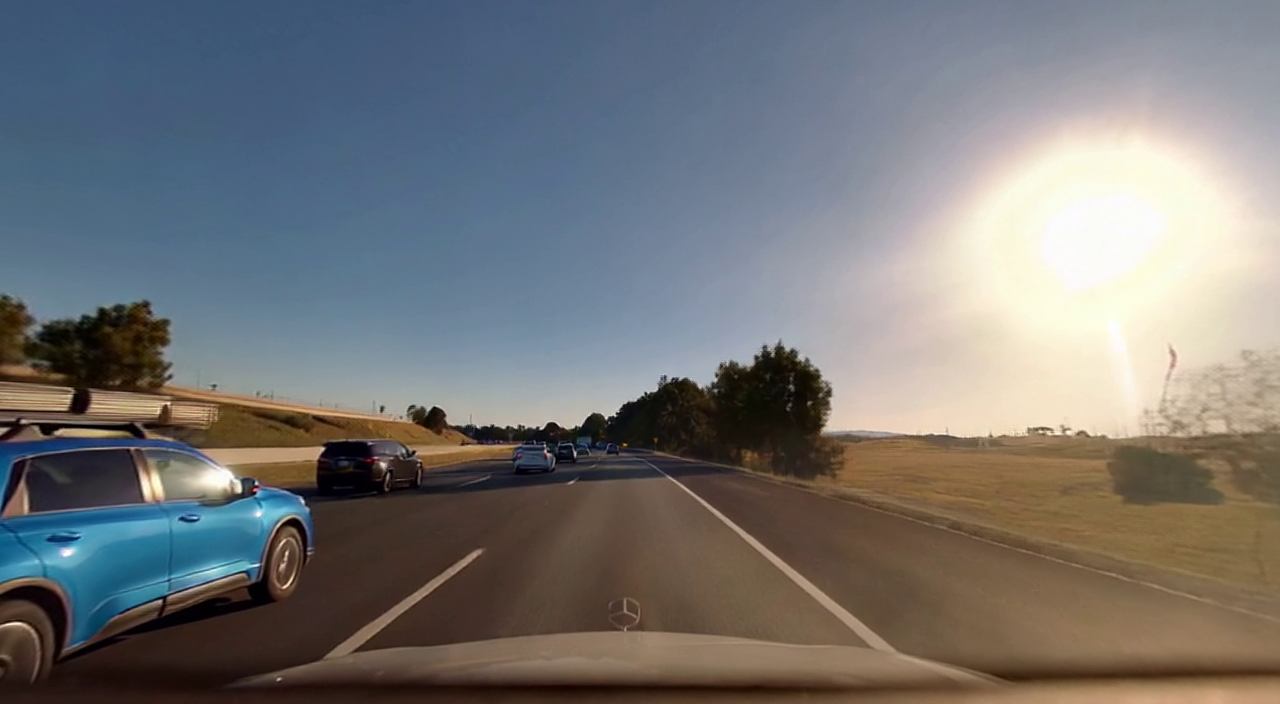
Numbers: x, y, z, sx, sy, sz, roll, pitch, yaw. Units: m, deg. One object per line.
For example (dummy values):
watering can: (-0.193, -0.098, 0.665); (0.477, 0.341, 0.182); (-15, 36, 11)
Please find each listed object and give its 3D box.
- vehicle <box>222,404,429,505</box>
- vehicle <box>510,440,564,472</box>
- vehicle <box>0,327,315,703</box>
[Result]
vehicle: (-8.068, 2.749, 17.178); (2.594, 2.254, 6.028); (0, -9, -1)
vehicle: (-5.141, 5.251, 31.948); (2.012, 1.509, 4.359); (0, -9, 0)
vehicle: (-3.899, 0.804, 2.755); (2.200, 1.807, 5.041); (0, -9, 1)
